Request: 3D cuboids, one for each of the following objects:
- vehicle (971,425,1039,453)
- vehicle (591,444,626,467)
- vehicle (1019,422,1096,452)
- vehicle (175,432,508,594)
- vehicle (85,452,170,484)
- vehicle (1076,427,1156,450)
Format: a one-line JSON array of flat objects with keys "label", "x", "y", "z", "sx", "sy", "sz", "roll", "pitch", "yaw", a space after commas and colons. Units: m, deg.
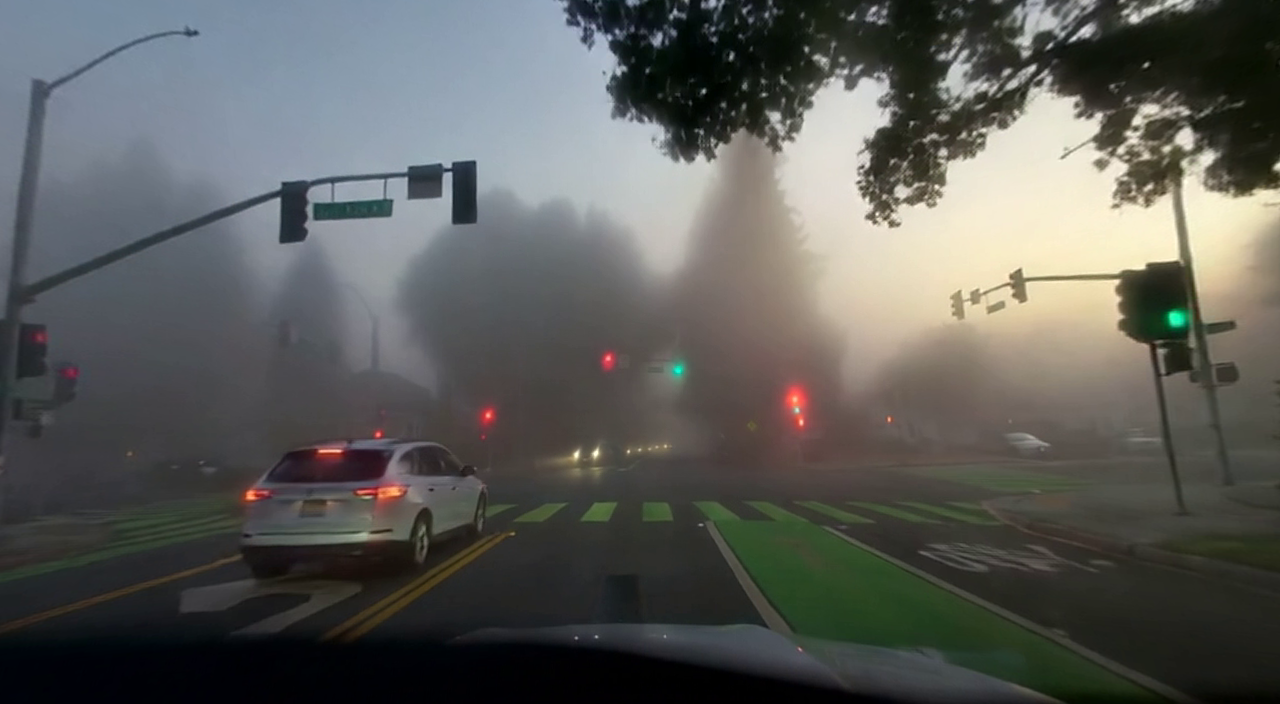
[{"label": "vehicle", "x": 24.013, "y": 5.793, "z": 41.563, "sx": 1.964, "sy": 1.759, "sz": 4.583, "roll": -1, "pitch": -9, "yaw": 4}, {"label": "vehicle", "x": -2.107, "y": 7.019, "z": 42.931, "sx": 1.982, "sy": 1.472, "sz": 4.103, "roll": -1, "pitch": -9, "yaw": 3}, {"label": "vehicle", "x": 27.165, "y": 5.618, "z": 41.141, "sx": 2.033, "sy": 1.821, "sz": 4.542, "roll": 0, "pitch": -9, "yaw": 3}, {"label": "vehicle", "x": -3.304, "y": 1.876, "z": 8.310, "sx": 1.904, "sy": 1.489, "sz": 4.746, "roll": 0, "pitch": -9, "yaw": 2}, {"label": "vehicle", "x": -35.088, "y": 7.928, "z": 43.290, "sx": 1.979, "sy": 2.043, "sz": 4.543, "roll": 0, "pitch": -9, "yaw": 0}, {"label": "vehicle", "x": 30.979, "y": 5.707, "z": 41.176, "sx": 1.837, "sy": 1.396, "sz": 4.695, "roll": -1, "pitch": -9, "yaw": 5}]
